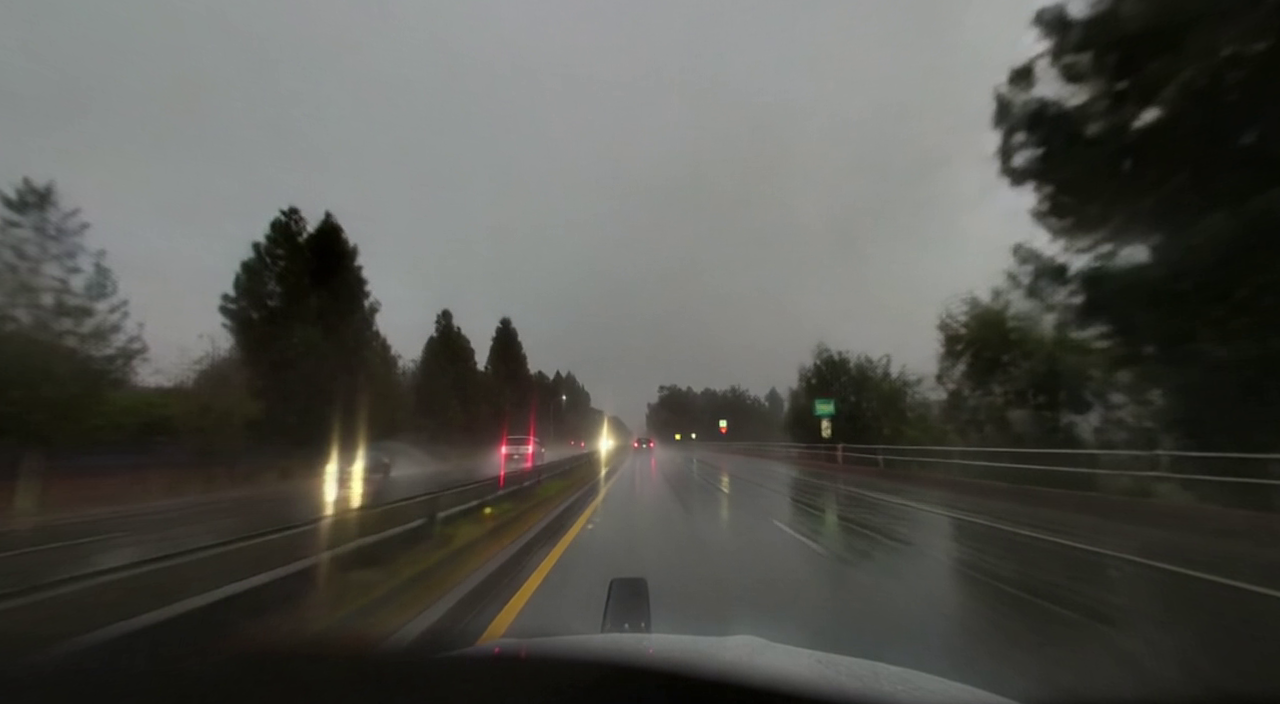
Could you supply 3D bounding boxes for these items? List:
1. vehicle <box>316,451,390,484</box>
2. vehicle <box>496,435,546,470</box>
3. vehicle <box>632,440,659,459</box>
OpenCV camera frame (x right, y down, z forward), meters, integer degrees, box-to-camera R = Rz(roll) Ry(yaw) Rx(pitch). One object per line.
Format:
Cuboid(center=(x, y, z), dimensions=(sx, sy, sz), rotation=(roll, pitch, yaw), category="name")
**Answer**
Cuboid(center=(-14.449, 5.798, 31.931), dimensions=(1.805, 1.513, 3.939), rotation=(0, -8, 1), category="vehicle")
Cuboid(center=(-7.010, 5.958, 37.519), dimensions=(2.068, 1.897, 4.372), rotation=(0, -8, 1), category="vehicle")
Cuboid(center=(0.420, 7.660, 49.460), dimensions=(2.061, 1.469, 3.782), rotation=(0, -8, 0), category="vehicle")
